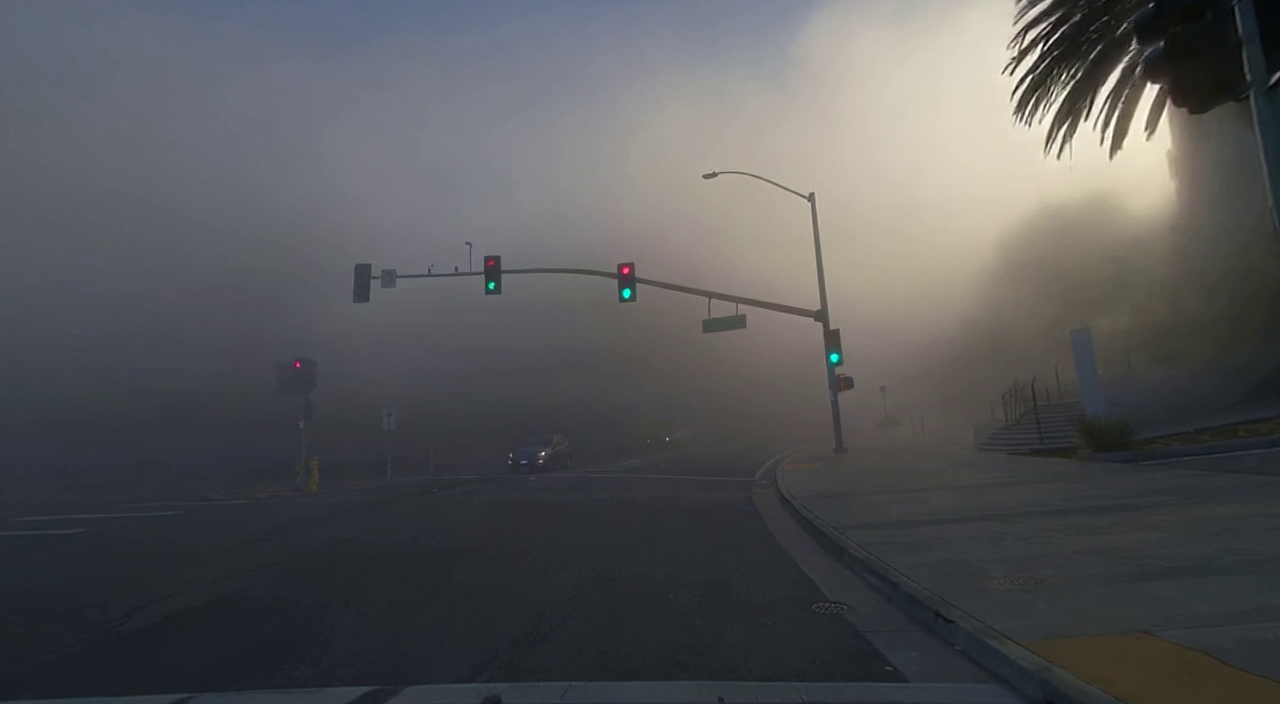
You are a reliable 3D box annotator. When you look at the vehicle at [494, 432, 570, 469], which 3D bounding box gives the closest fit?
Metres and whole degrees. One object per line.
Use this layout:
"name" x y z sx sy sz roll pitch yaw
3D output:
"vehicle" -5.631 5.228 33.651 2.181 1.792 4.648 -3 -9 16
